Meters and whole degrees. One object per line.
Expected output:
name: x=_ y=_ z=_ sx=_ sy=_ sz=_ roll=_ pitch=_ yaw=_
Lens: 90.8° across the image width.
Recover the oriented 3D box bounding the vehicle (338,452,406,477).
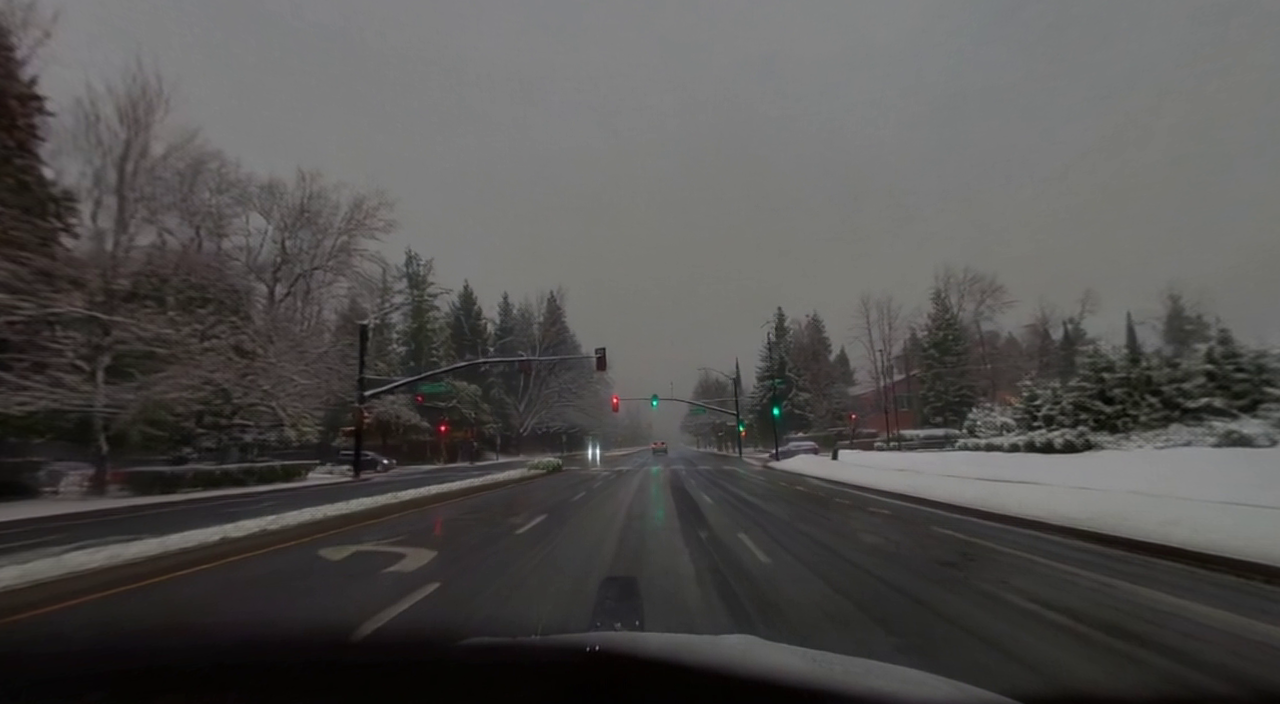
vehicle: x=-20.946 y=8.788 z=49.495 sx=4.445 sy=1.805 sz=1.944 roll=-2 pitch=-8 yaw=4
